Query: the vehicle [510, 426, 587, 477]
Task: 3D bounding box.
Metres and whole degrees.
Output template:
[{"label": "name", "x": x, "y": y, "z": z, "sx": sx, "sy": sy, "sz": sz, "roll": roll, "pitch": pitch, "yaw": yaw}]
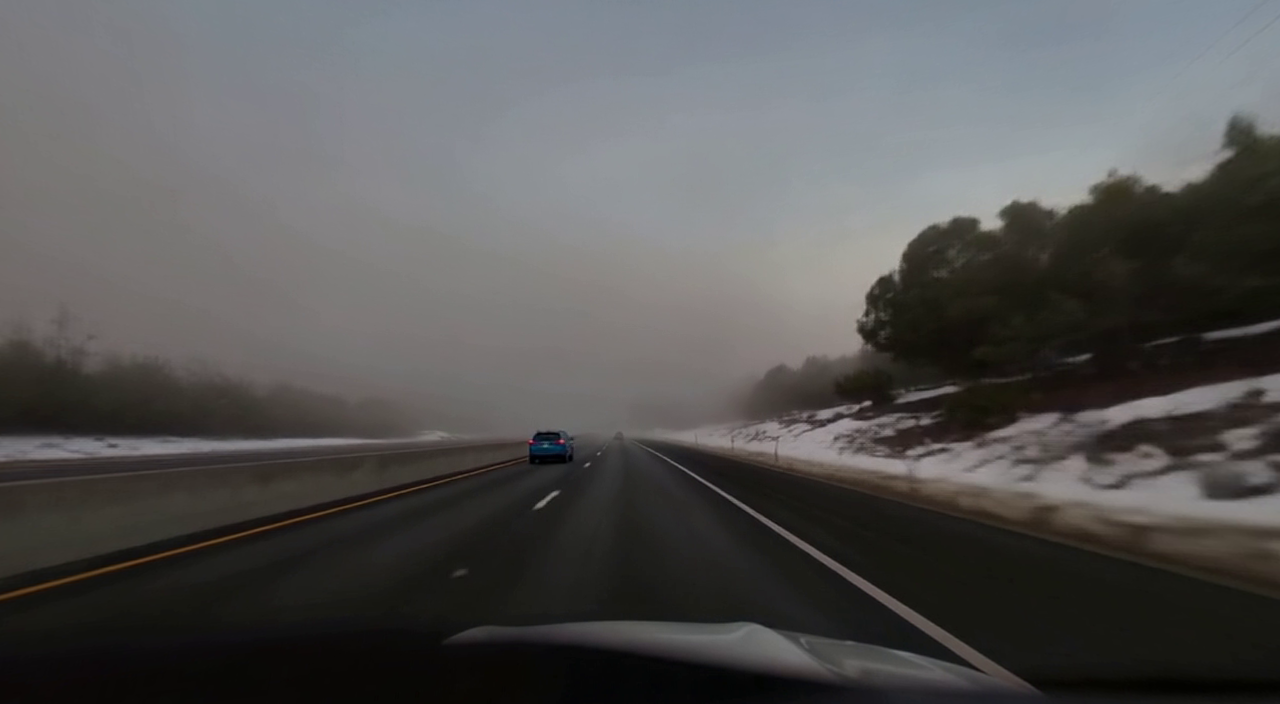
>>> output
[{"label": "vehicle", "x": -2.928, "y": 3.282, "z": 20.995, "sx": 1.999, "sy": 1.536, "sz": 3.969, "roll": 0, "pitch": -8, "yaw": 0}]
